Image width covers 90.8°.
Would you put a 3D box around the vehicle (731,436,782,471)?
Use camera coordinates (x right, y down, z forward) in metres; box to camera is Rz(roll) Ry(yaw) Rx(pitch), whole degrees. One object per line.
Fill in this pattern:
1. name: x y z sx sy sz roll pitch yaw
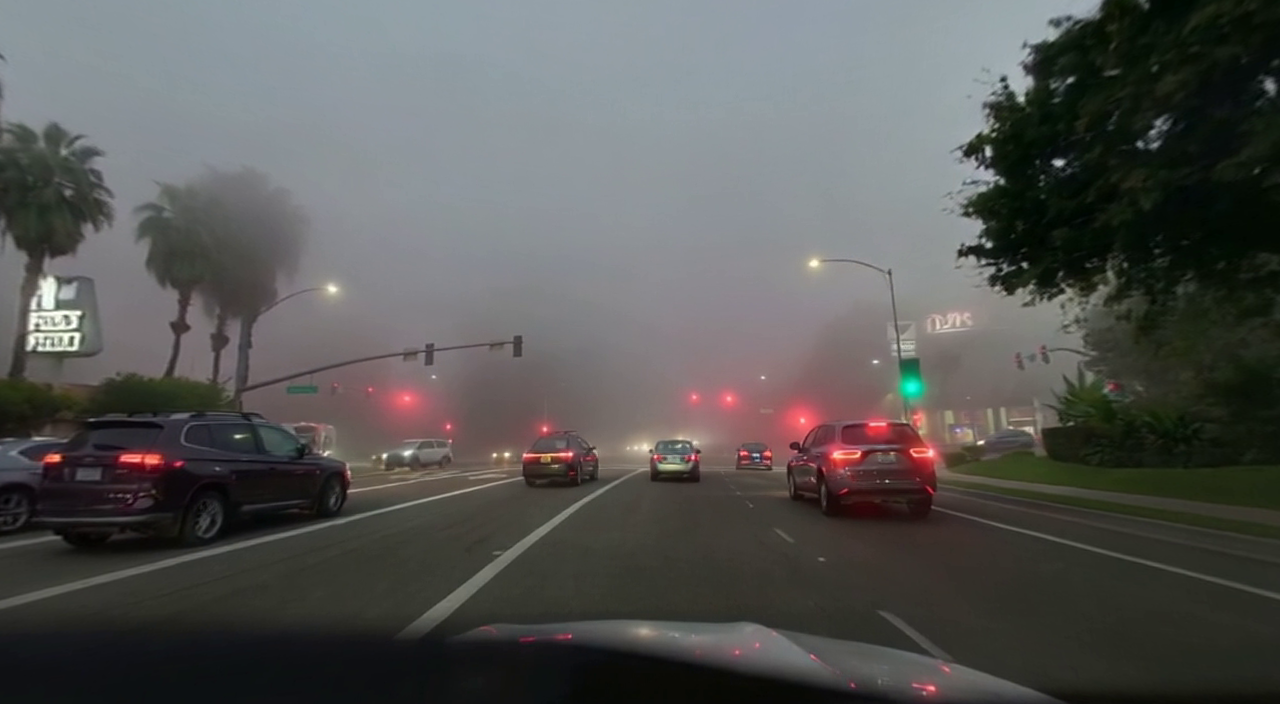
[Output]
1. vehicle: 5.482 4.828 30.179 2.149 1.532 4.168 -1 -9 7

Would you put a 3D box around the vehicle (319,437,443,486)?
1. vehicle: -8.583 3.662 21.459 2.017 1.472 4.418 -1 -9 5

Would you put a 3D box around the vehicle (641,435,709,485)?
1. vehicle: 1.181 3.582 21.182 2.057 1.492 3.825 -1 -9 4

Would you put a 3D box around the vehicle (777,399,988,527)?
1. vehicle: 4.245 2.074 12.255 2.267 1.931 5.145 -1 -8 3

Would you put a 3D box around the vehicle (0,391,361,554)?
1. vehicle: -6.554 1.764 9.806 2.127 1.888 4.637 -1 -9 3

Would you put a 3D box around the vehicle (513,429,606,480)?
1. vehicle: -2.923 3.919 24.315 2.088 1.746 4.650 -2 -9 12
